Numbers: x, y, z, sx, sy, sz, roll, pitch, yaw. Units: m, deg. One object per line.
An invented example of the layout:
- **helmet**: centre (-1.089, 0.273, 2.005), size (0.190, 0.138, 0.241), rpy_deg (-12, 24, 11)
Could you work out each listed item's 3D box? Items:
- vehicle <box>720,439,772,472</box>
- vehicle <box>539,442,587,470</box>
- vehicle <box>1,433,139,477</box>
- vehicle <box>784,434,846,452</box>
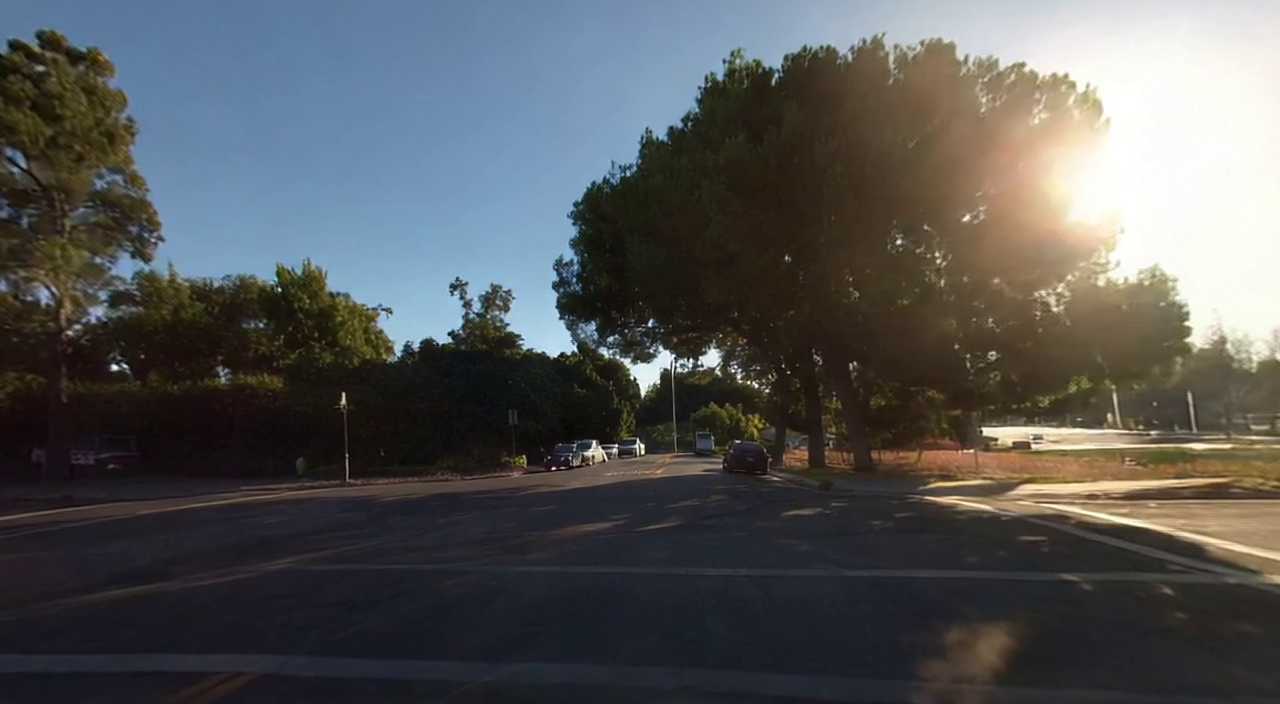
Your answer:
- **vehicle**: centre (5.021, 4.984, 30.473), size (2.051, 1.461, 4.100), rpy_deg (-1, -8, 4)
- **vehicle**: centre (-4.396, 6.034, 36.734), size (2.102, 1.507, 4.049), rpy_deg (-1, -8, 2)
- **vehicle**: centre (-24.966, 4.480, 27.626), size (4.986, 1.796, 2.066), rpy_deg (-2, -9, 17)
- **vehicle**: centre (13.435, 7.008, 48.551), size (4.310, 1.378, 1.698), rpy_deg (-1, -8, 4)
